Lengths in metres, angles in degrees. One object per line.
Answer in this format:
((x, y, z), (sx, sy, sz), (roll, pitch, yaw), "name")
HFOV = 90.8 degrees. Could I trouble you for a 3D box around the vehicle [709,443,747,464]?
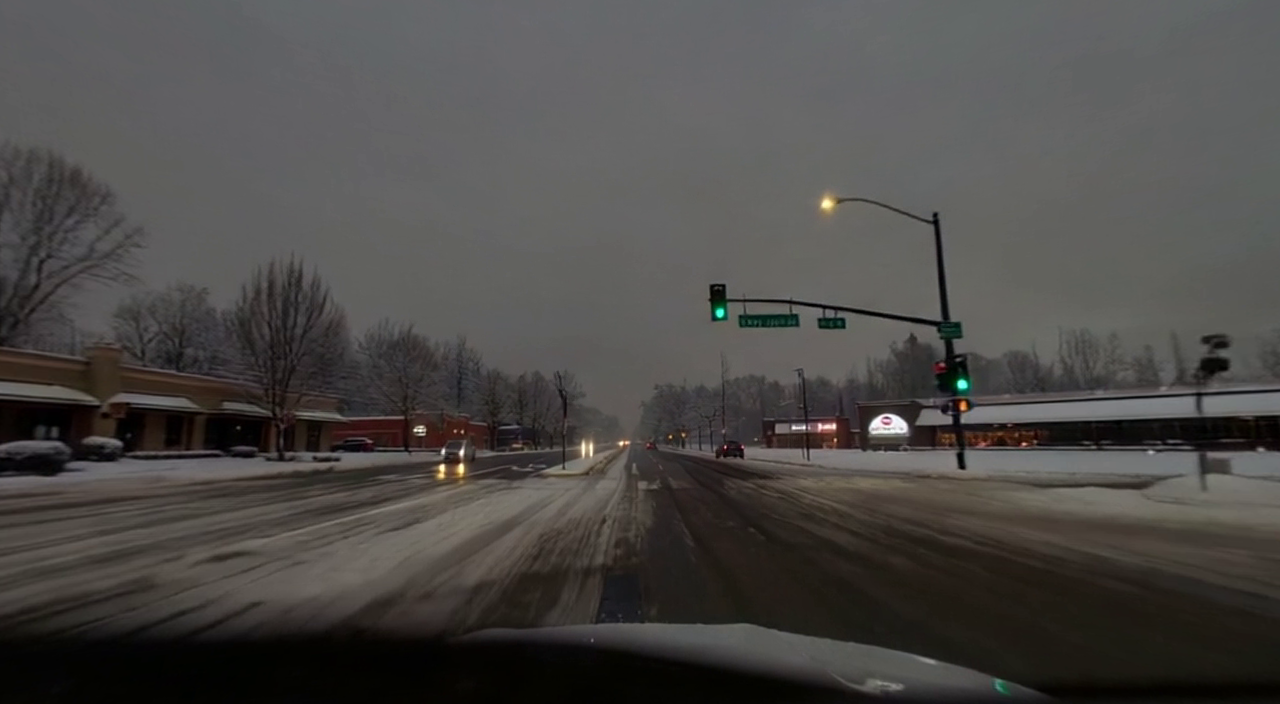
((6.154, 7.162, 44.685), (1.916, 1.437, 4.327), (1, -9, -3), "vehicle")
